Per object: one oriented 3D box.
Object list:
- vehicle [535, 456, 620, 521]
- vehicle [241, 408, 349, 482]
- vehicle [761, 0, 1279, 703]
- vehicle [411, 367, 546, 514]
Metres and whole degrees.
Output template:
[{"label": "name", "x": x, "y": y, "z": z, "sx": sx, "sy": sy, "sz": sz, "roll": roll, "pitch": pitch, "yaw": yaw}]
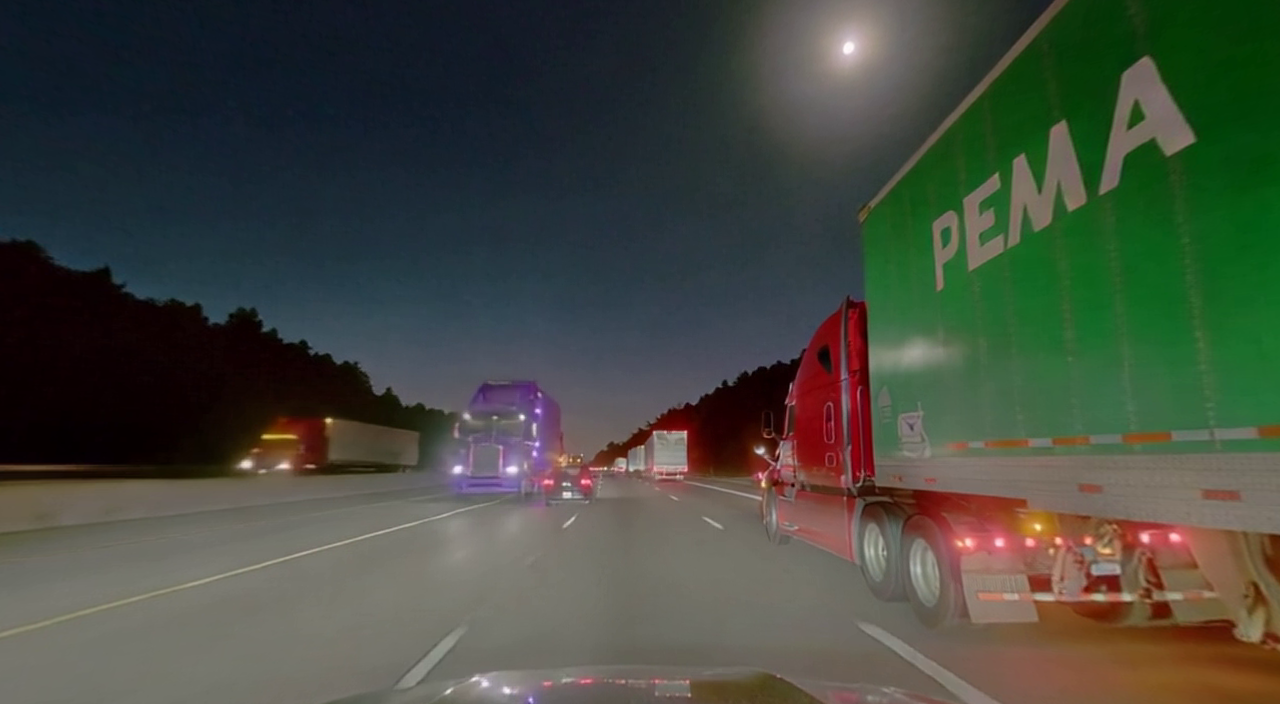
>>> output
[{"label": "vehicle", "x": -1.660, "y": 3.922, "z": 18.442, "sx": 2.010, "sy": 1.580, "sz": 4.949, "roll": 1, "pitch": -11, "yaw": 0}, {"label": "vehicle", "x": -20.091, "y": 5.600, "z": 37.201, "sx": 2.892, "sy": 3.957, "sz": 6.081, "roll": 1, "pitch": -11, "yaw": -2}, {"label": "vehicle", "x": 3.888, "y": 0.322, "z": 4.805, "sx": 2.856, "sy": 4.040, "sz": 14.009, "roll": 1, "pitch": -11, "yaw": -1}, {"label": "vehicle", "x": -5.068, "y": 3.017, "z": 21.022, "sx": 3.099, "sy": 4.220, "sz": 5.196, "roll": 1, "pitch": -10, "yaw": -1}]
